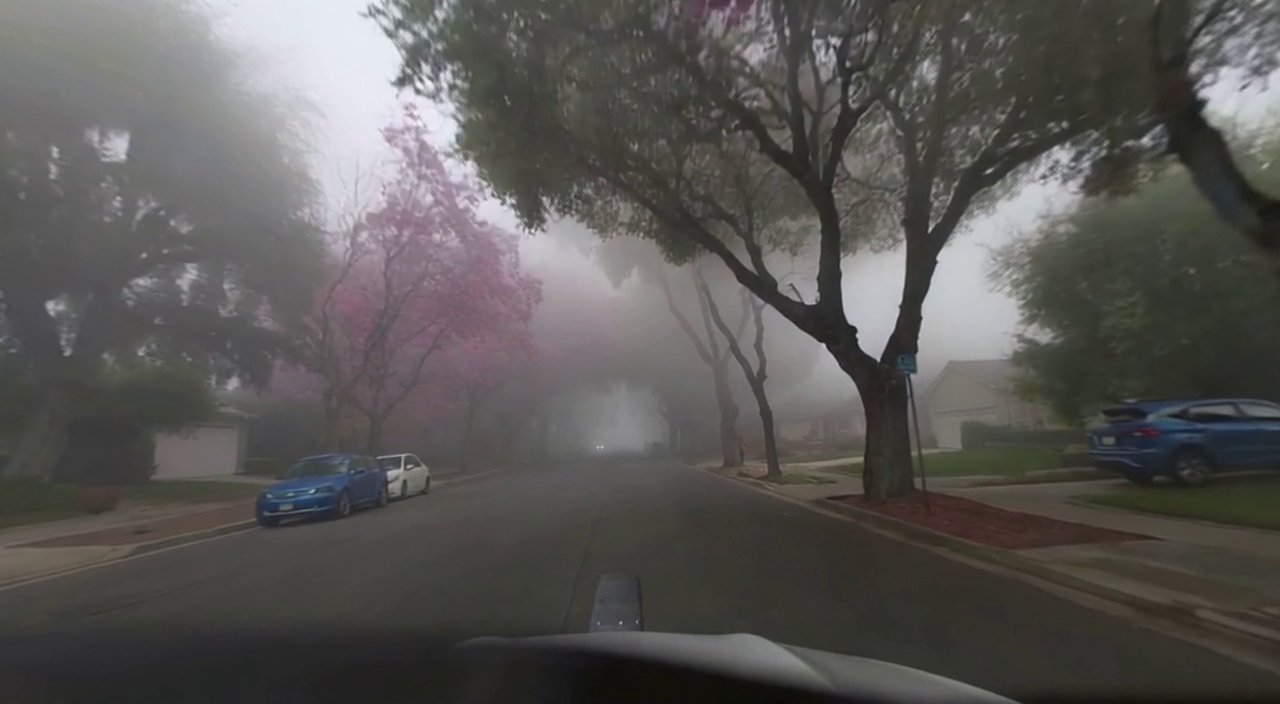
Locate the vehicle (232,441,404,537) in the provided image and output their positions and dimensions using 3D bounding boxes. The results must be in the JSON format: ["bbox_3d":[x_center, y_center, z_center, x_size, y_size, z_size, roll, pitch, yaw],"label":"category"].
[{"bbox_3d":[-6.429,2.691,13.216,1.874,1.497,4.233,-2,-7,-7],"label":"vehicle"}]

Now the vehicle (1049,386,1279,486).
[{"bbox_3d":[11.485,1.672,12.599,5.198,1.813,2.028,0,-8,-1],"label":"vehicle"}]
